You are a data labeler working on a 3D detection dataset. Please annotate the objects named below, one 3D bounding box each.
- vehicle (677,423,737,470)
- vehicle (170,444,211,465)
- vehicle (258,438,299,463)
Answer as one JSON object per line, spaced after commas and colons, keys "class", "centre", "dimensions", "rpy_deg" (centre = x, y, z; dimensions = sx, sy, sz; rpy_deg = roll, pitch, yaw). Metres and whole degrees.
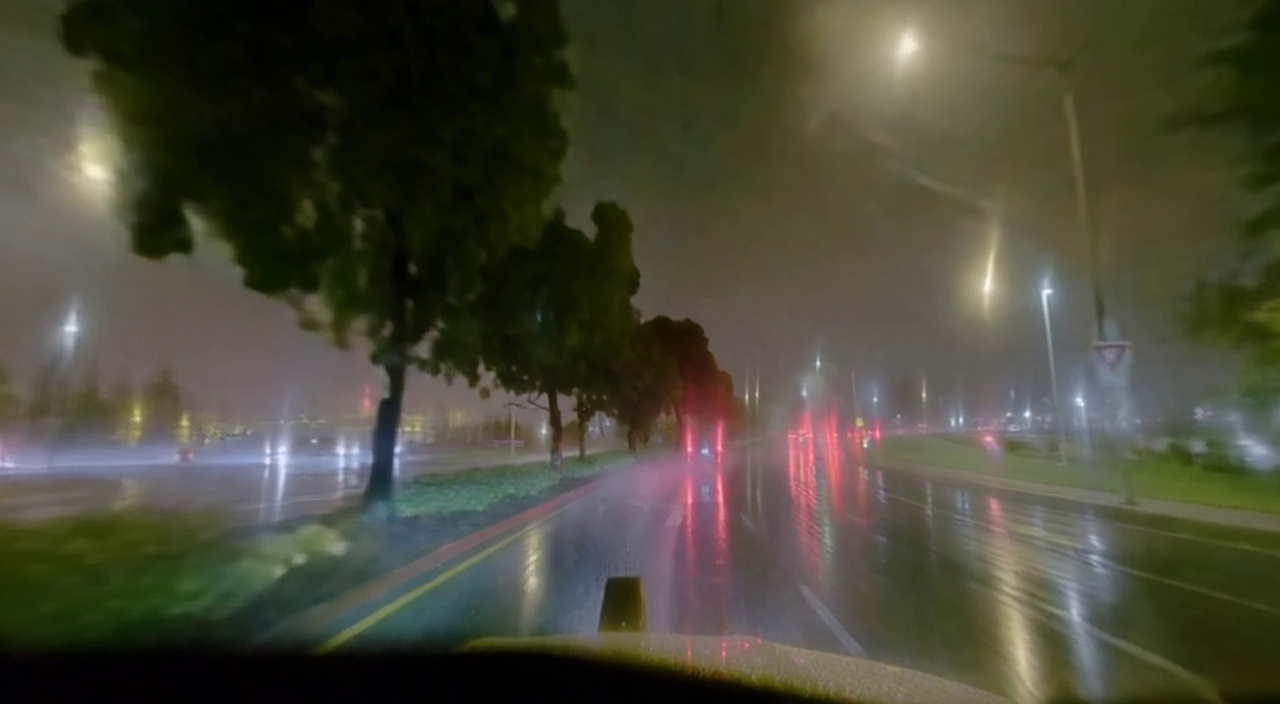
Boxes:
{"class": "vehicle", "centre": [3.234, 4.381, 29.224], "dimensions": [2.371, 1.926, 5.615], "rpy_deg": [-1, -9, 10]}
{"class": "vehicle", "centre": [-33.686, 7.664, 47.148], "dimensions": [1.983, 1.491, 4.333], "rpy_deg": [5, -10, -29]}
{"class": "vehicle", "centre": [-28.656, 7.793, 49.873], "dimensions": [2.123, 1.834, 4.749], "rpy_deg": [4, -9, -23]}
